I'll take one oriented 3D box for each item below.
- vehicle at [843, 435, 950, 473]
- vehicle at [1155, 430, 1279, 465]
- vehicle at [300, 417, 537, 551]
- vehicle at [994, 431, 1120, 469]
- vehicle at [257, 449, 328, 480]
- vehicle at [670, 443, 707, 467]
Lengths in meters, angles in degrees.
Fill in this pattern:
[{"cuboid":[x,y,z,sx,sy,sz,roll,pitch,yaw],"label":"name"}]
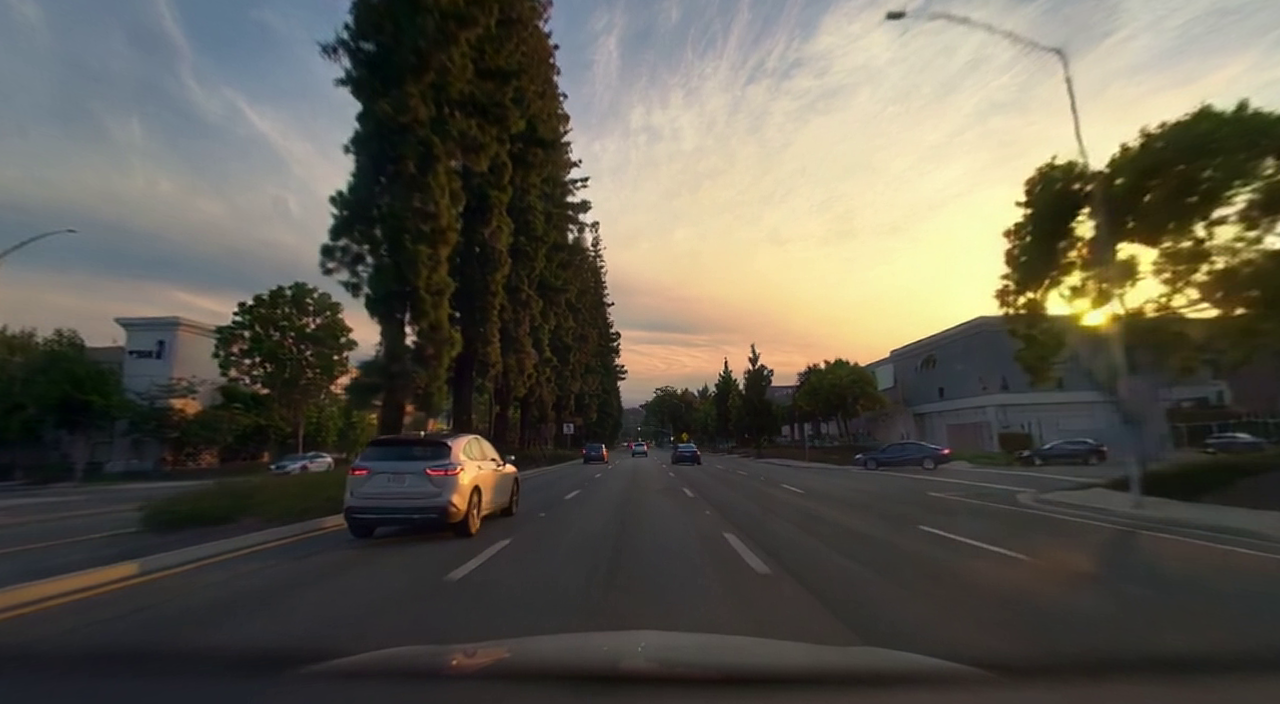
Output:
[{"cuboid":[12.691,5.117,31.517,4.515,1.599,1.968,-4,-10,10],"label":"vehicle"},{"cuboid":[28.771,4.717,31.218,4.759,1.666,1.941,0,-9,-1],"label":"vehicle"},{"cuboid":[-3.146,1.982,10.204,2.121,1.656,4.559,0,-8,1],"label":"vehicle"},{"cuboid":[20.655,4.866,31.379,4.691,1.626,1.989,-3,-9,3],"label":"vehicle"},{"cuboid":[-21.261,6.860,38.800,1.841,1.722,4.490,0,-8,0],"label":"vehicle"},{"cuboid":[3.165,6.817,42.061,2.087,1.506,4.276,0,-8,0],"label":"vehicle"}]
